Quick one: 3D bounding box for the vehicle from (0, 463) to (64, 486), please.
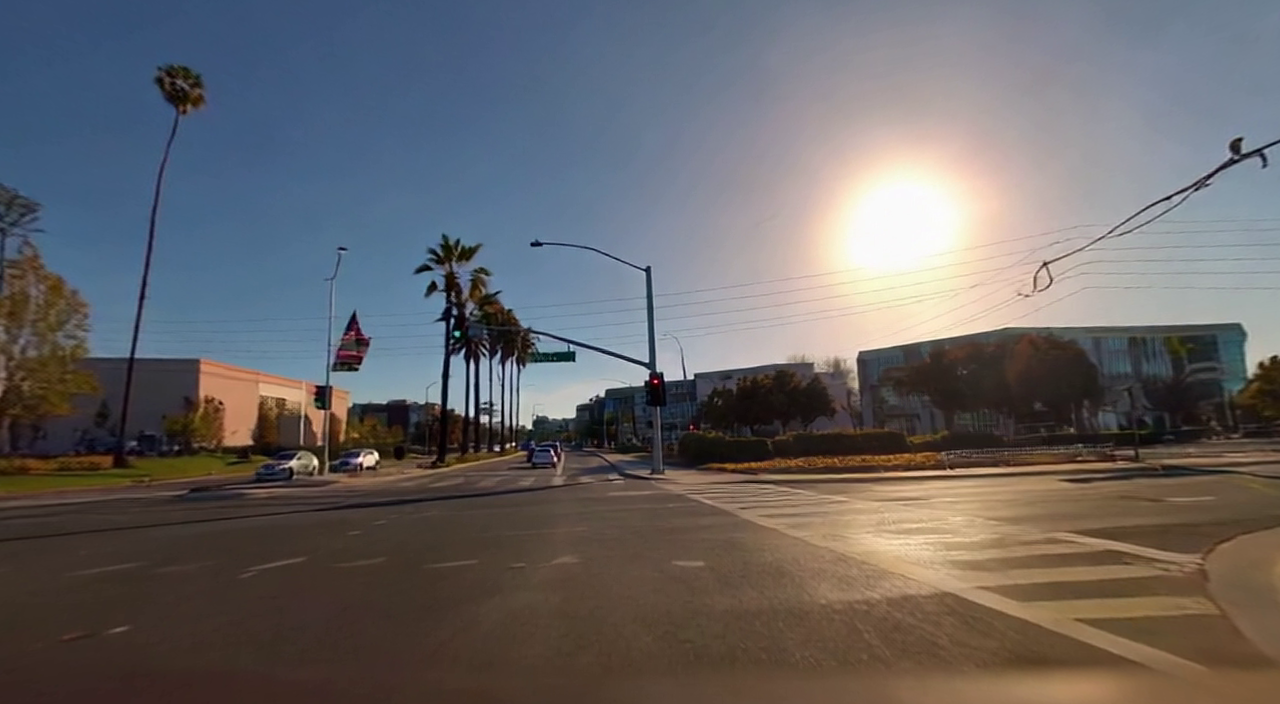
[{"bbox_3d":[-43.976,8.739,45.013,3.829,1.510,1.790,1,-8,-7],"label":"vehicle"}]

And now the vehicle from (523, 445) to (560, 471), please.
[{"bbox_3d":[-6.086,6.566,39.385,2.063,1.474,4.334,1,-9,-7],"label":"vehicle"}]

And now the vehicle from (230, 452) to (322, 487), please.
[{"bbox_3d":[-17.429,5.595,30.552,1.997,1.480,4.715,1,-8,-6],"label":"vehicle"}]
